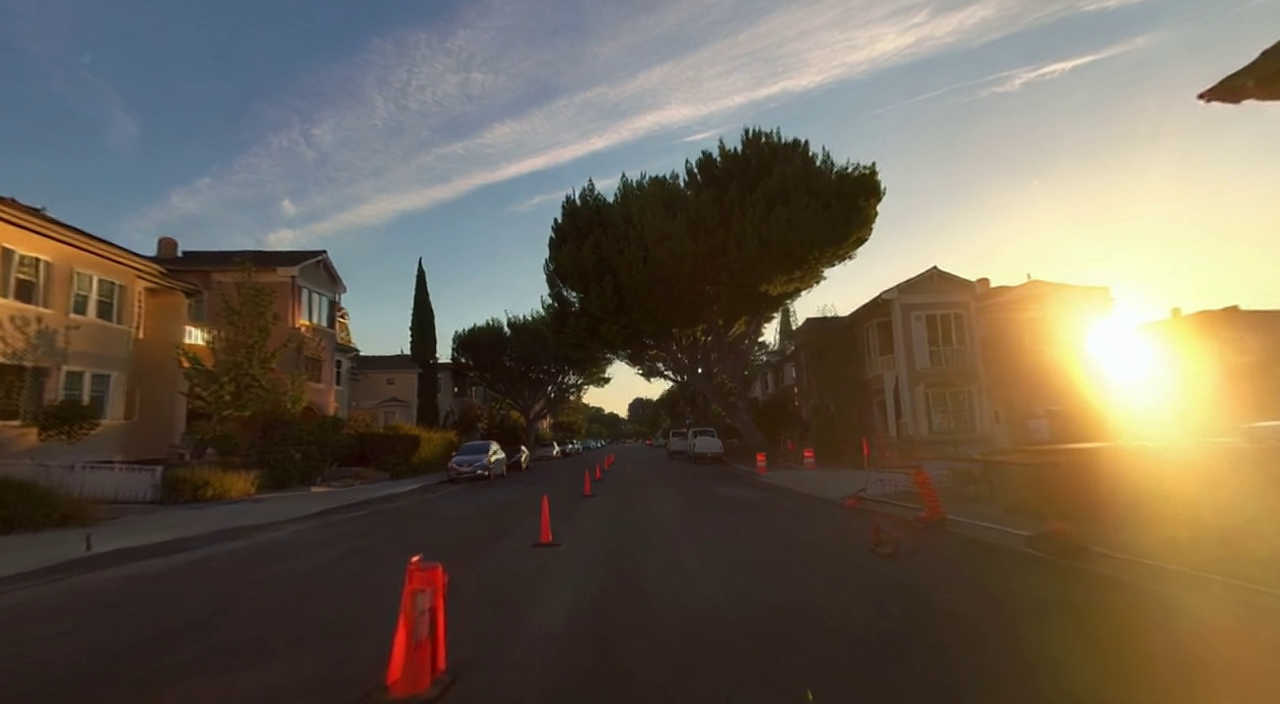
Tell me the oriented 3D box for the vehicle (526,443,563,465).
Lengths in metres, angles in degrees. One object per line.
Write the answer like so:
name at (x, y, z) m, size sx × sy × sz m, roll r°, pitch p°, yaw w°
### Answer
vehicle at (-6.942, 7.443, 46.248) m, size 1.974 × 1.479 × 4.607 m, roll 0°, pitch -8°, yaw 0°

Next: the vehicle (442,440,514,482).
vehicle at (-6.801, 4.583, 26.892) m, size 1.957 × 1.608 × 4.476 m, roll 0°, pitch -8°, yaw -1°

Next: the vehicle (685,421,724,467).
vehicle at (3.793, 5.480, 37.688) m, size 2.082 × 2.534 × 3.248 m, roll -2°, pitch -8°, yaw 3°
